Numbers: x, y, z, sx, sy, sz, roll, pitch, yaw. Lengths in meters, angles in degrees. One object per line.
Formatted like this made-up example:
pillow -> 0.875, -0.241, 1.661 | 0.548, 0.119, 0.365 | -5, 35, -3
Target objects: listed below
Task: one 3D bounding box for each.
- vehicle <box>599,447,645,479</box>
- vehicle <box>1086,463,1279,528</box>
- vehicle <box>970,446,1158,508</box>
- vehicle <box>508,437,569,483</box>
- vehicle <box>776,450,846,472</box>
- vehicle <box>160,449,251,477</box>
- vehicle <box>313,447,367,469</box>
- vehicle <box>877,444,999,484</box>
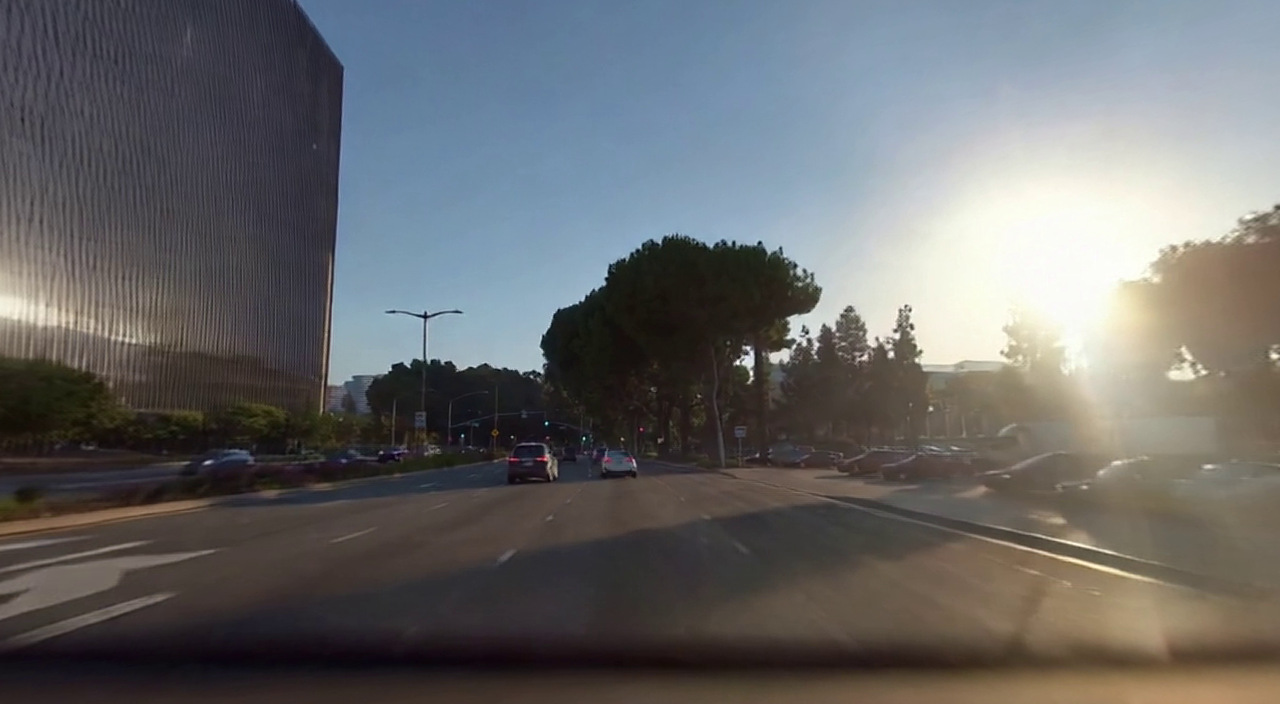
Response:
vehicle -> -0.920, 5.243, 30.154 | 2.050, 1.385, 4.096 | 0, -8, -3
vehicle -> 13.334, 3.312, 14.764 | 4.383, 1.348, 1.715 | -1, -10, 2
vehicle -> 13.231, 3.876, 19.926 | 4.569, 1.813, 1.872 | 0, -8, -1
vehicle -> -4.163, 4.500, 26.648 | 2.001, 1.784, 4.483 | 0, -8, -2
vehicle -> 12.104, 7.713, 44.918 | 4.470, 1.429, 1.878 | 0, -7, 0
vehicle -> -22.545, 5.752, 33.014 | 1.842, 1.315, 4.463 | 0, -8, -4
vehicle -> -19.676, 6.962, 41.655 | 1.605, 1.292, 4.497 | 0, -8, -4
vehicle -> 13.250, 5.021, 28.292 | 4.489, 1.652, 1.783 | -1, -9, 2
